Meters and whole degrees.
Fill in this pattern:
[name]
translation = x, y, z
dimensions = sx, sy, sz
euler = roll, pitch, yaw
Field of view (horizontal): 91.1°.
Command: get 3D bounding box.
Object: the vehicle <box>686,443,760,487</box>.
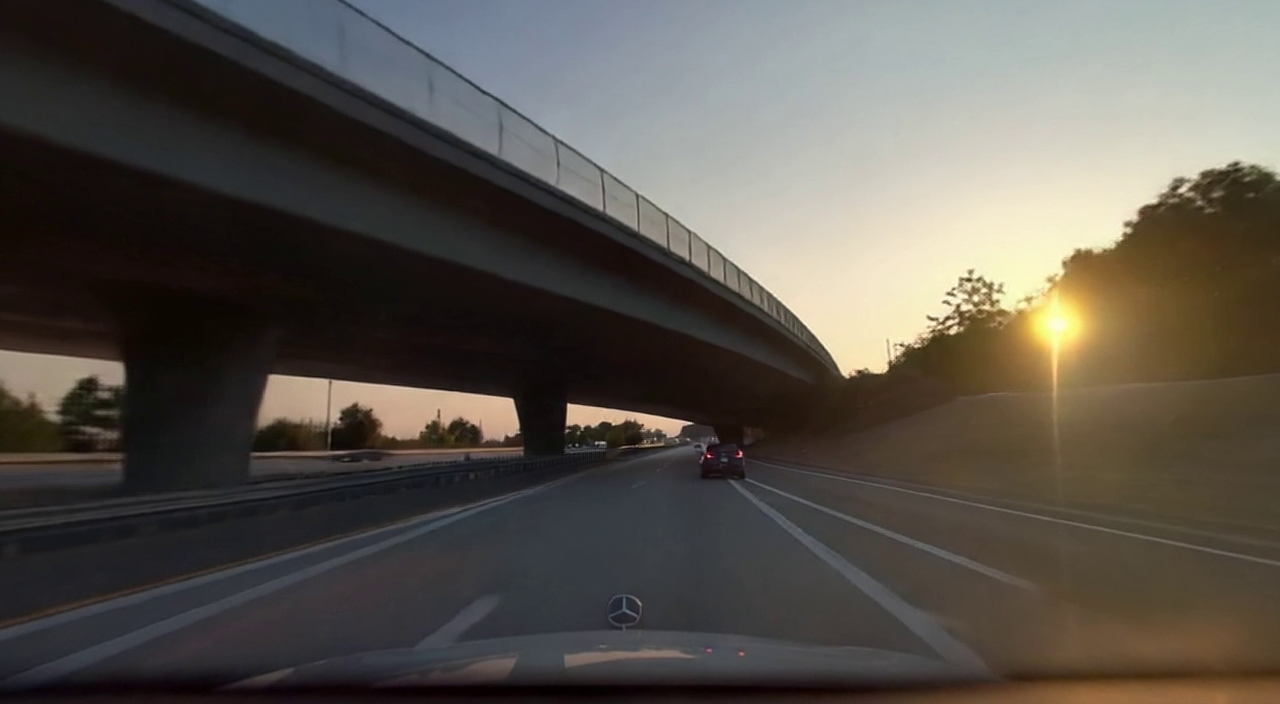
[vehicle]
translation = 2.852, 3.992, 22.640
dimensions = 2.124, 1.405, 4.398
euler = 0, -8, 1
